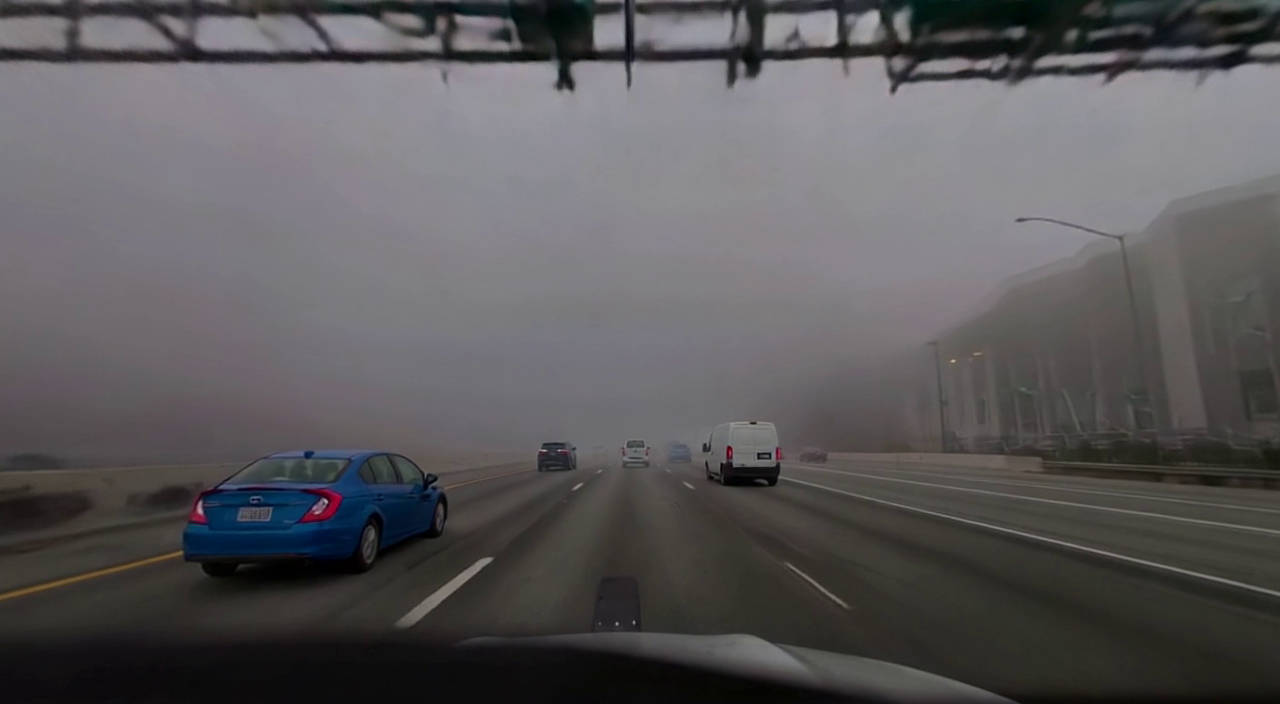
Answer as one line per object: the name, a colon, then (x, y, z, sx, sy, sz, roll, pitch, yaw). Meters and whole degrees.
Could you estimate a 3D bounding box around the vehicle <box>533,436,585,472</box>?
vehicle: (-4.212, 5.390, 33.497, 2.109, 1.793, 4.613, 0, -9, 0)

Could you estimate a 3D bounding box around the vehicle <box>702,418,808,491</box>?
vehicle: (3.557, 3.346, 20.862, 2.250, 2.074, 5.723, 0, -9, -2)

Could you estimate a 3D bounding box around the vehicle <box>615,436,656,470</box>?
vehicle: (-0.273, 5.693, 35.598, 2.212, 1.786, 4.198, 0, -9, -1)

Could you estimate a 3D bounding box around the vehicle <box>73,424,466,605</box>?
vehicle: (-3.656, 1.674, 7.448, 1.991, 1.469, 4.381, 0, -9, 0)
